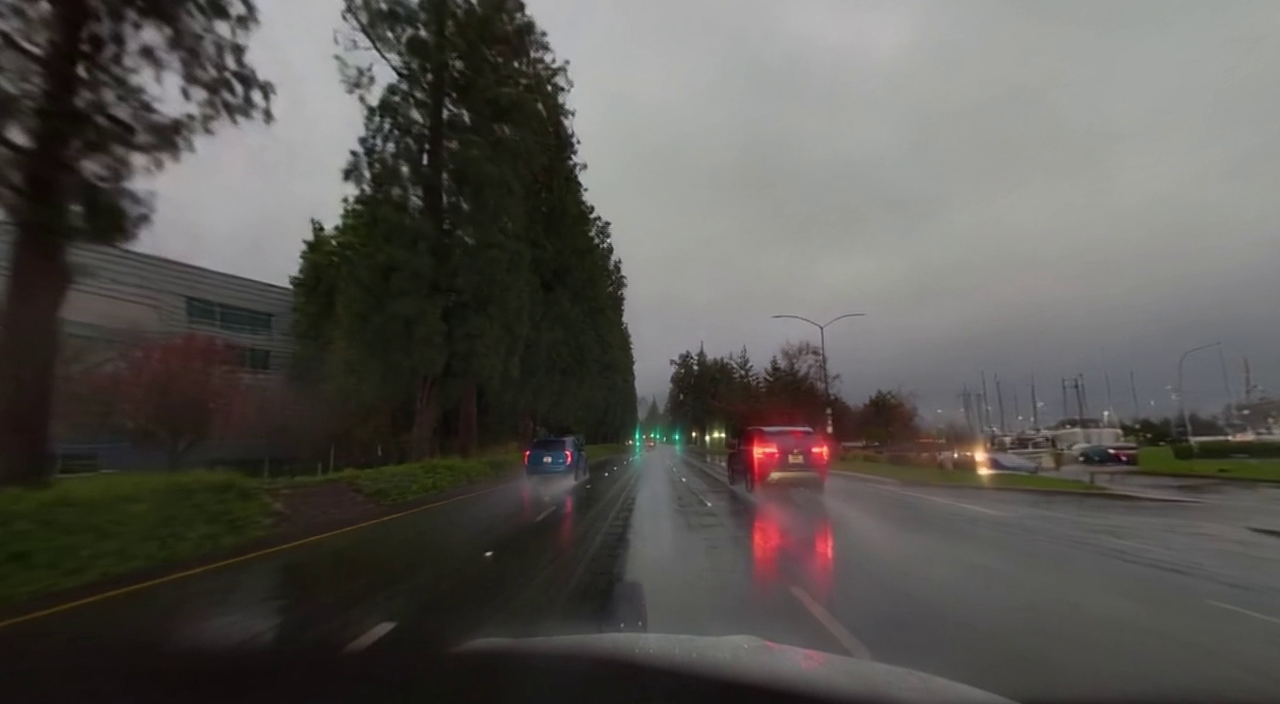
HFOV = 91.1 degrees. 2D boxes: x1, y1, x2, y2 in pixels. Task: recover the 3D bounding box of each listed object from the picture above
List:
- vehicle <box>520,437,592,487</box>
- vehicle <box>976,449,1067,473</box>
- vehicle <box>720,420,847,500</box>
[{"bbox_3d":[-2.999,4.016,23.321,2.025,1.635,4.293,0,-8,1],"label":"vehicle"},{"bbox_3d":[24.494,7.026,40.392,4.587,1.460,1.924,0,-8,1],"label":"vehicle"},{"bbox_3d":[3.549,2.784,16.642,2.087,1.759,5.040,0,-8,-1],"label":"vehicle"}]
